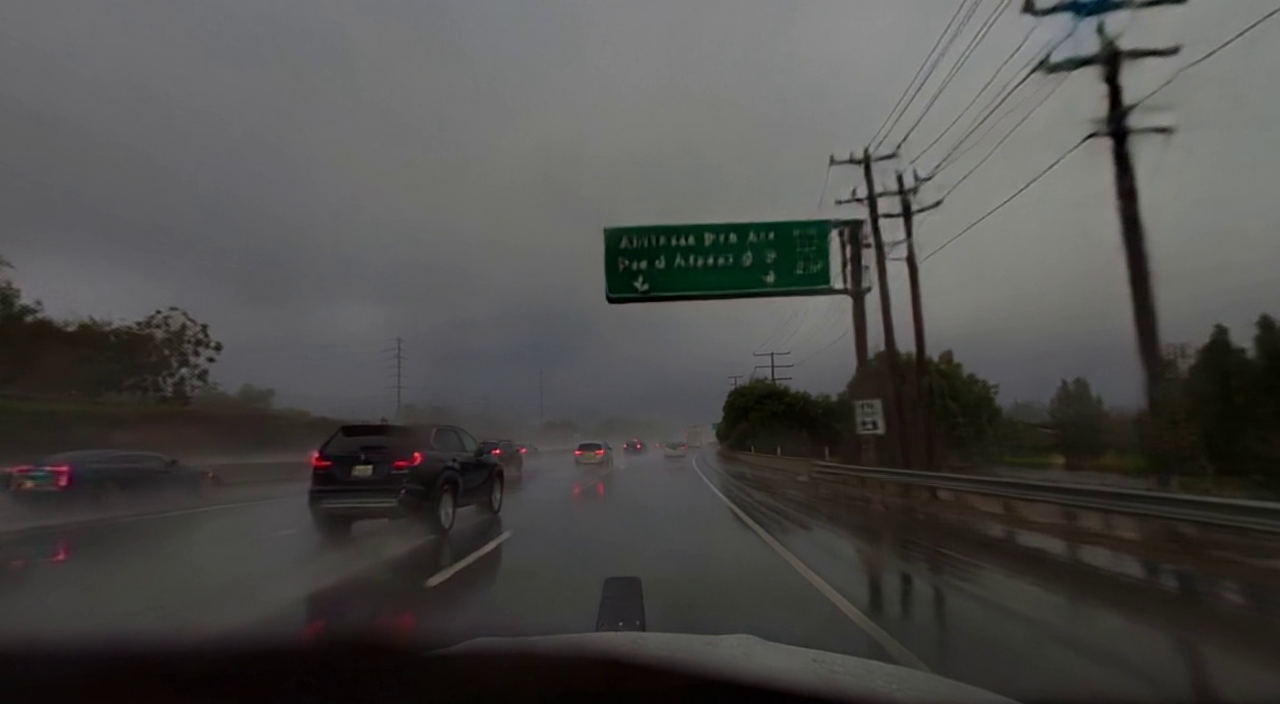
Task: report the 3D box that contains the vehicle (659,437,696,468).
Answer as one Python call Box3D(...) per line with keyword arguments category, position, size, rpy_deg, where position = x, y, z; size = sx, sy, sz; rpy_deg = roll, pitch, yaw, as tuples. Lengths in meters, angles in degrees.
Box3D(category="vehicle", position=(2.220, 5.859, 36.748), size=(2.038, 1.677, 4.219), rpy_deg=(-1, -9, 5))

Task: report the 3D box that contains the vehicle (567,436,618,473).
Box3D(category="vehicle", position=(-2.271, 5.070, 31.323), size=(1.976, 1.688, 4.124), rpy_deg=(-1, -9, 3))

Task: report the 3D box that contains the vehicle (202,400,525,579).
Box3D(category="vehicle", position=(-3.262, 1.763, 8.923), size=(2.202, 1.801, 4.959), rpy_deg=(0, -9, 2))

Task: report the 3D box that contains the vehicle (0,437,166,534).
Box3D(category="vehicle", position=(-11.051, 2.277, 11.049), size=(1.954, 1.517, 4.378), rpy_deg=(0, -9, 2))
